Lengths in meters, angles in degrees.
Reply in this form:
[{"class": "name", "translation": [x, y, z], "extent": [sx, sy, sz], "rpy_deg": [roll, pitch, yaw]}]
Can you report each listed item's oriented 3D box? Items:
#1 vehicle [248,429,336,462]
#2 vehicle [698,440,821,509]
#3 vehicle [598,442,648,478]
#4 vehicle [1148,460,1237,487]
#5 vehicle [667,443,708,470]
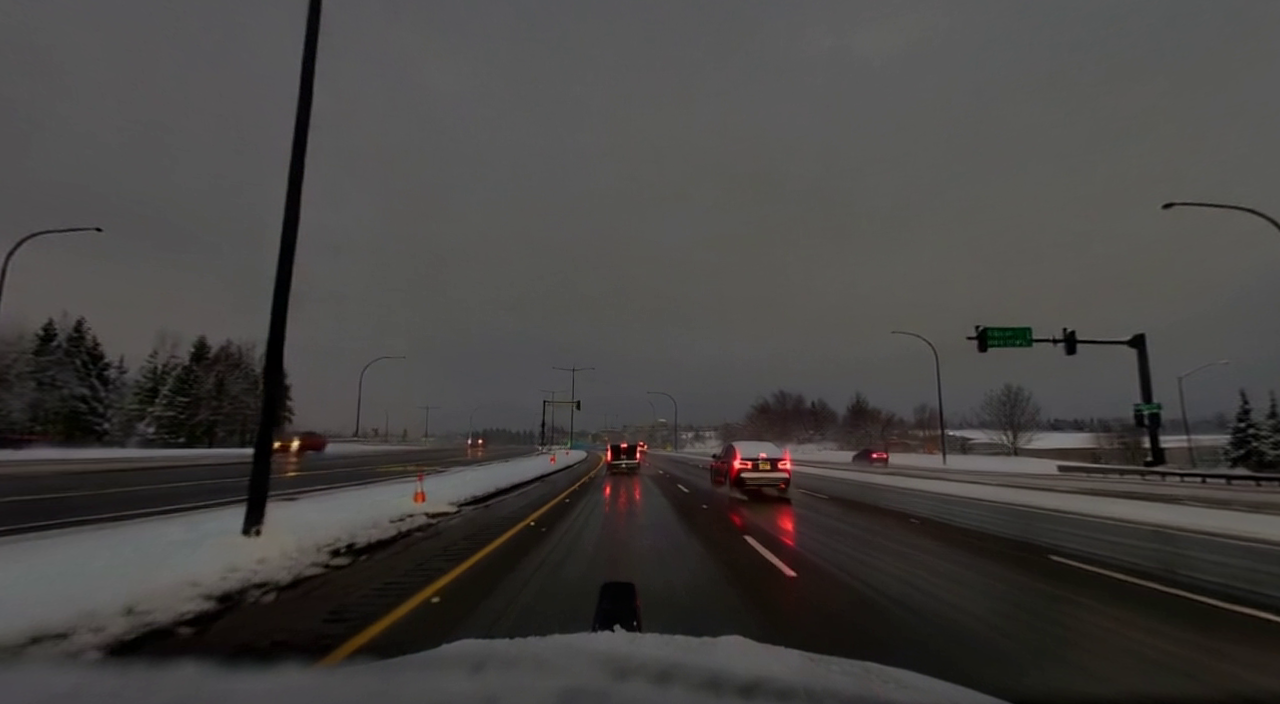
[{"class": "vehicle", "translation": [-20.253, 5.492, 37.095], "extent": [2.209, 1.764, 5.258], "rpy_deg": [0, -9, -1]}, {"class": "vehicle", "translation": [2.774, 2.961, 15.820], "extent": [2.042, 1.460, 4.451], "rpy_deg": [0, -9, -2]}, {"class": "vehicle", "translation": [-0.744, 4.766, 28.037], "extent": [2.069, 1.470, 4.004], "rpy_deg": [0, -9, -1]}, {"class": "vehicle", "translation": [31.566, 6.929, 36.228], "extent": [1.607, 1.396, 3.554], "rpy_deg": [1, -9, -6]}, {"class": "vehicle", "translation": [2.716, 6.130, 37.145], "extent": [1.916, 1.487, 4.117], "rpy_deg": [0, -9, -3]}]
